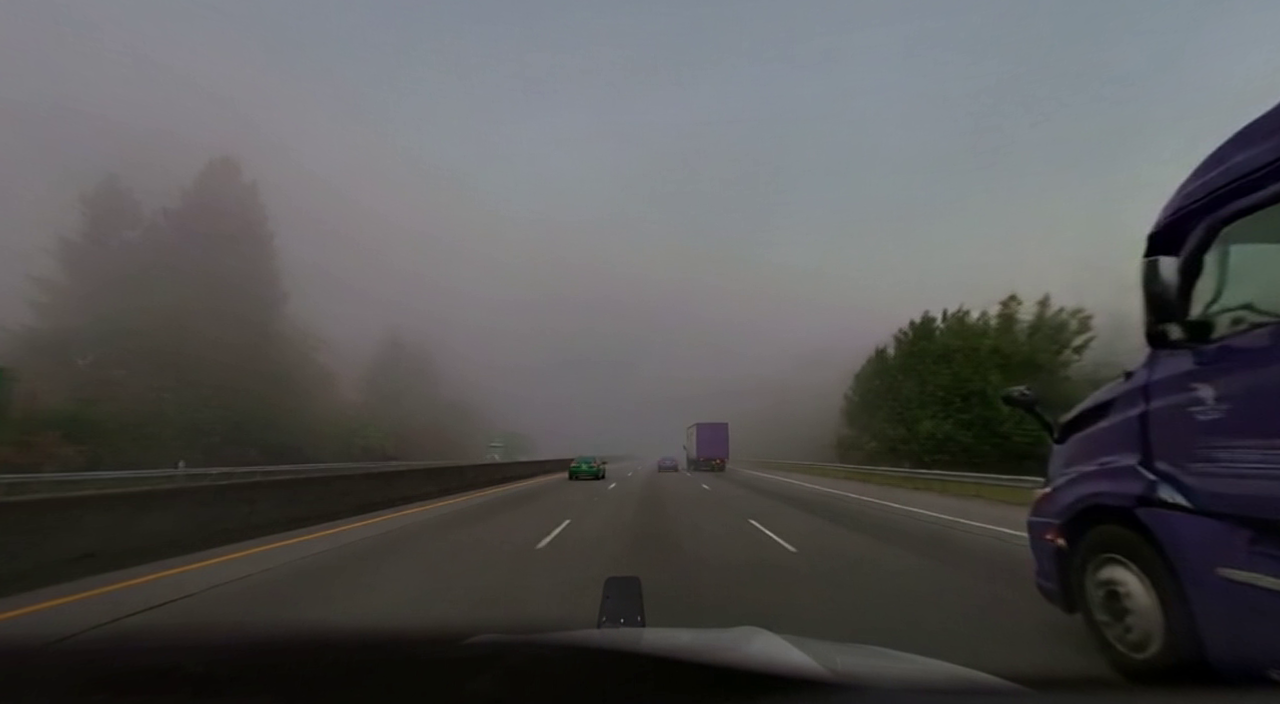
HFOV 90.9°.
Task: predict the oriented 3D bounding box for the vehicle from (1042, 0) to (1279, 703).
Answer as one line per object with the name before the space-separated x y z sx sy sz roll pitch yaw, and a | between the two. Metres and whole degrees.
vehicle | 4.511 -0.274 1.525 3.020 3.962 5.781 0 -9 0

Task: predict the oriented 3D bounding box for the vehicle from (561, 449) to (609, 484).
vehicle | -2.591 5.535 30.758 1.960 1.579 4.384 0 -9 0

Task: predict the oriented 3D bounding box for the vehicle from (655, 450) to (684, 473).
vehicle | 2.074 7.853 45.218 1.957 1.541 4.099 0 -9 1
